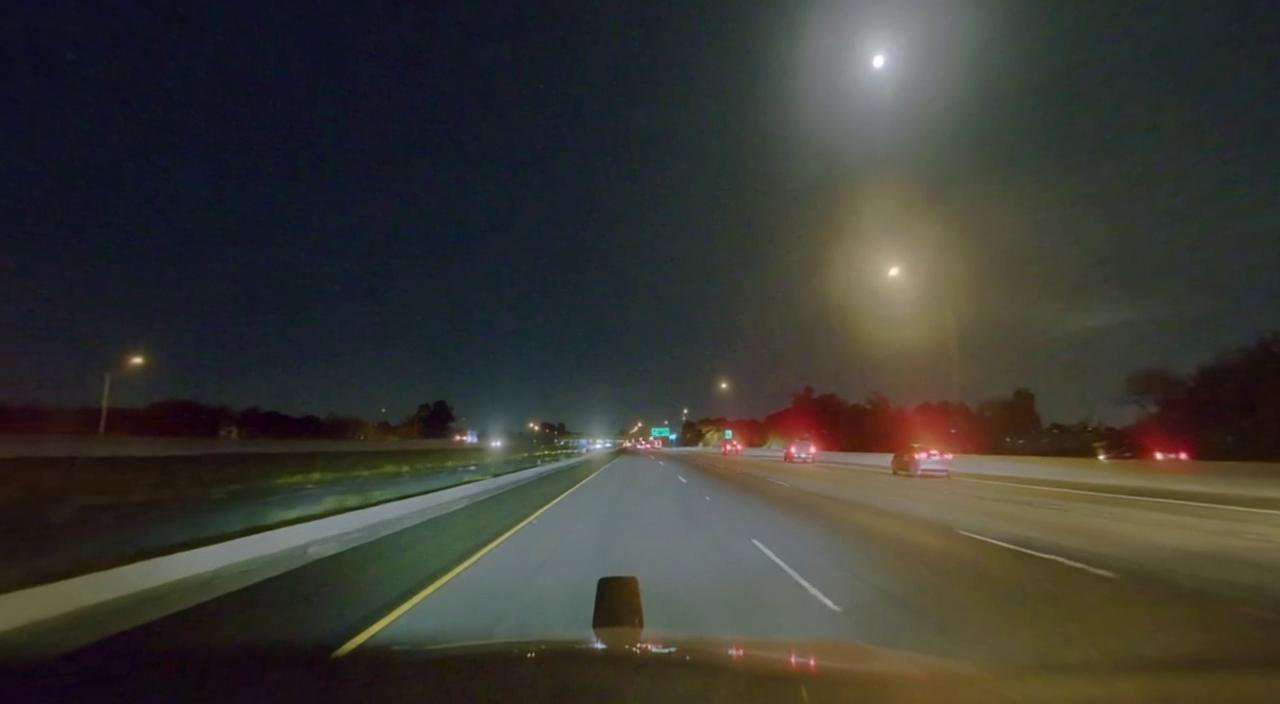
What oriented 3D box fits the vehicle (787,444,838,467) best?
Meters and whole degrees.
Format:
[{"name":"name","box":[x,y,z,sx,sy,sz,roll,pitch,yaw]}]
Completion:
[{"name":"vehicle","box":[11.389,6.840,41.835,2.017,1.478,4.364,0,-8,-3]}]

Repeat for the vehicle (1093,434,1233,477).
[{"name":"vehicle","box":[24.848,4.925,30.213,2.074,1.881,5.056,1,-8,-5]}]
